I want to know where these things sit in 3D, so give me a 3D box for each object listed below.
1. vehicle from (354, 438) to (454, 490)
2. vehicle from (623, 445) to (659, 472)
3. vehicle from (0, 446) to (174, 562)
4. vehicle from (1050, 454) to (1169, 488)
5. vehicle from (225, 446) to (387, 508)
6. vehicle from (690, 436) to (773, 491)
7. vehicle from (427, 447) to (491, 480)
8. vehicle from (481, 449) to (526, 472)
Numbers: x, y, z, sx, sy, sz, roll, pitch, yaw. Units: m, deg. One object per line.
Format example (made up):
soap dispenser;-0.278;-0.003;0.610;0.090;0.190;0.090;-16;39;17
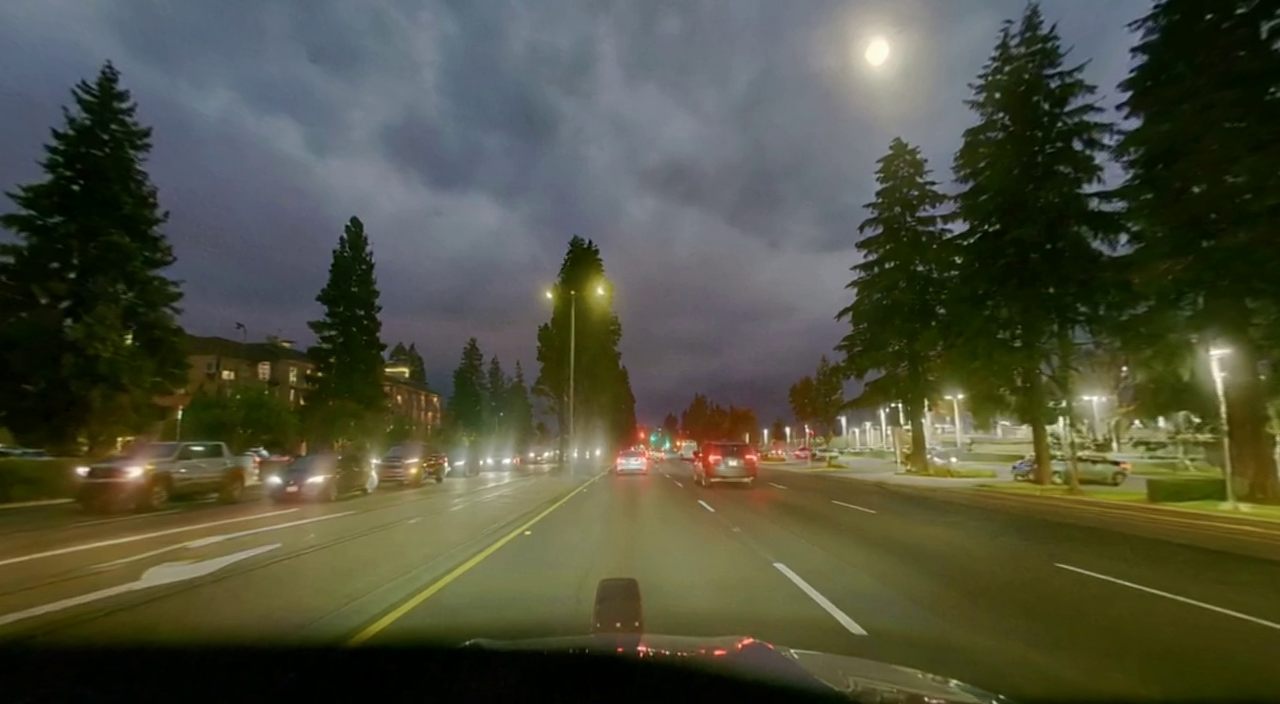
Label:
vehicle;-9.033;4.303;24.679;2.024;1.822;4.824;0;-9;0
vehicle;0.036;6.610;39.432;2.145;1.572;4.021;0;-9;0
vehicle;-8.925;2.024;8.623;1.846;1.433;4.298;-1;-9;0
vehicle;20.718;5.244;27.968;3.914;1.421;1.695;0;-9;-2
vehicle;-9.037;3.388;17.660;1.955;1.484;4.608;0;-9;0
vehicle;3.231;4.076;23.442;2.235;1.806;4.818;0;-9;-1
vehicle;-8.853;5.472;31.239;1.864;1.500;4.294;0;-9;0
vehicle;-9.006;7.179;42.037;1.938;1.464;4.340;0;-9;1
